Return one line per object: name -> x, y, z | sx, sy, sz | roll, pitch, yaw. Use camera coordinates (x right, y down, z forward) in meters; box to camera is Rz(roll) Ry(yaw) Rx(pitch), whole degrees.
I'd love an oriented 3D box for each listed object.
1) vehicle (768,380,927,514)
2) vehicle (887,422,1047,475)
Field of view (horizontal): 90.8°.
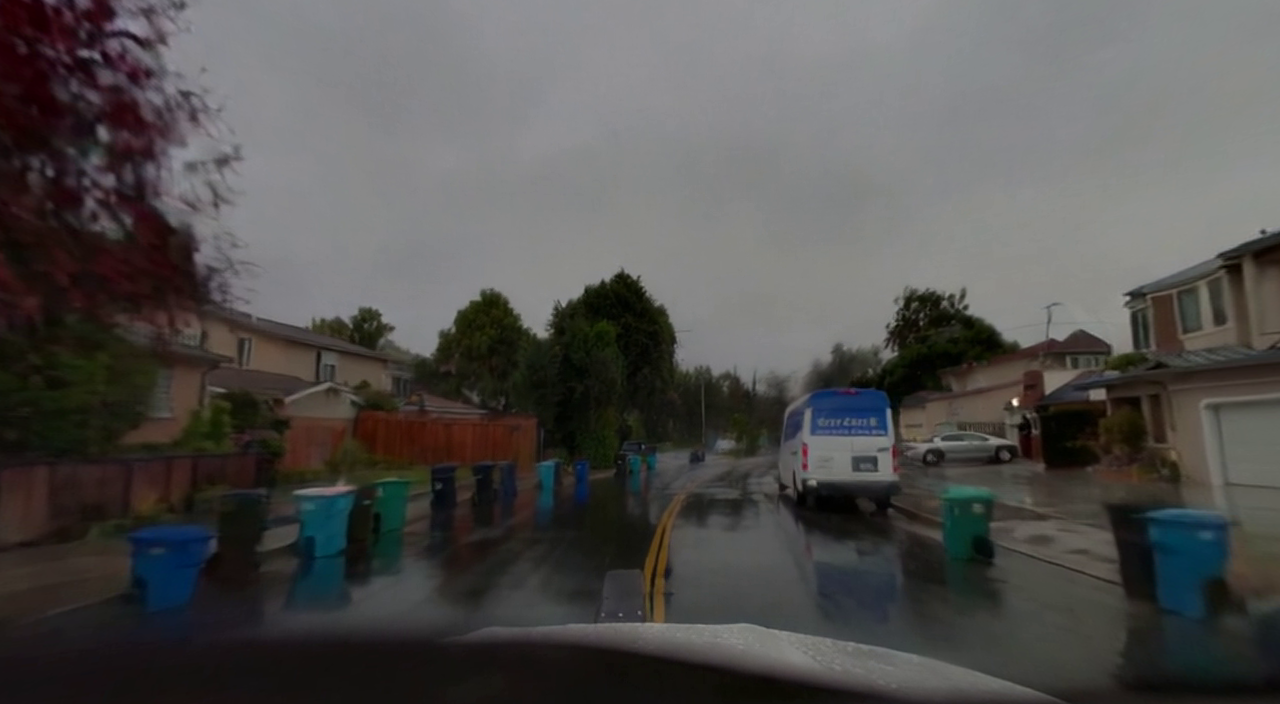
vehicle -> 4.871, 2.403, 16.132 | 2.684, 2.712, 6.197 | -1, -9, 8
vehicle -> 12.181, 3.696, 23.898 | 4.791, 1.472, 2.114 | -7, -11, 9
